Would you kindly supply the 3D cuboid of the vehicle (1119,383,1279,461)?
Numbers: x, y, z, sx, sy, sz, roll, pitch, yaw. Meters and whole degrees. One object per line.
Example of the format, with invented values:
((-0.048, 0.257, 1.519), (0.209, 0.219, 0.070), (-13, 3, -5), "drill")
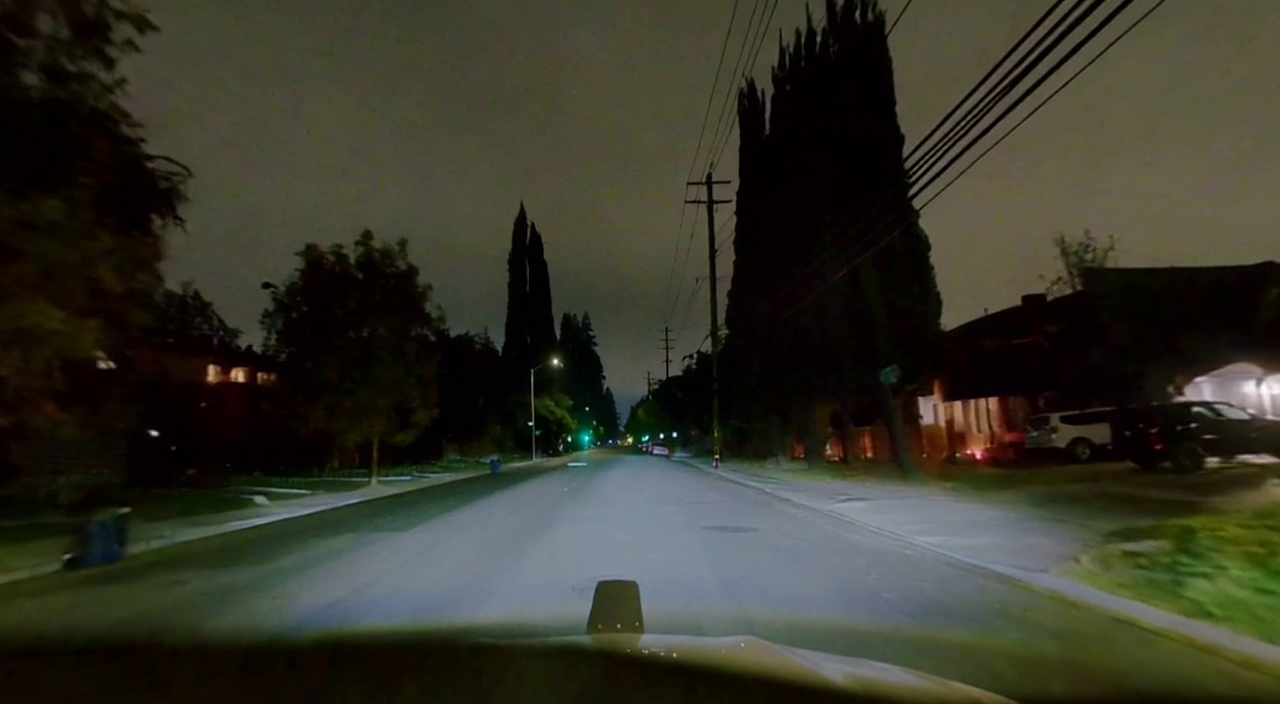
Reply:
((15.258, 1.794, 16.040), (4.562, 1.832, 1.987), (0, -8, -3), "vehicle")

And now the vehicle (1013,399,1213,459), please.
((14.540, 2.415, 19.594), (4.672, 1.732, 2.020), (1, -8, -6), "vehicle")

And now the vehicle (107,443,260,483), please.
((-17.730, 4.276, 24.691), (4.519, 1.426, 1.903), (8, -12, -44), "vehicle")
